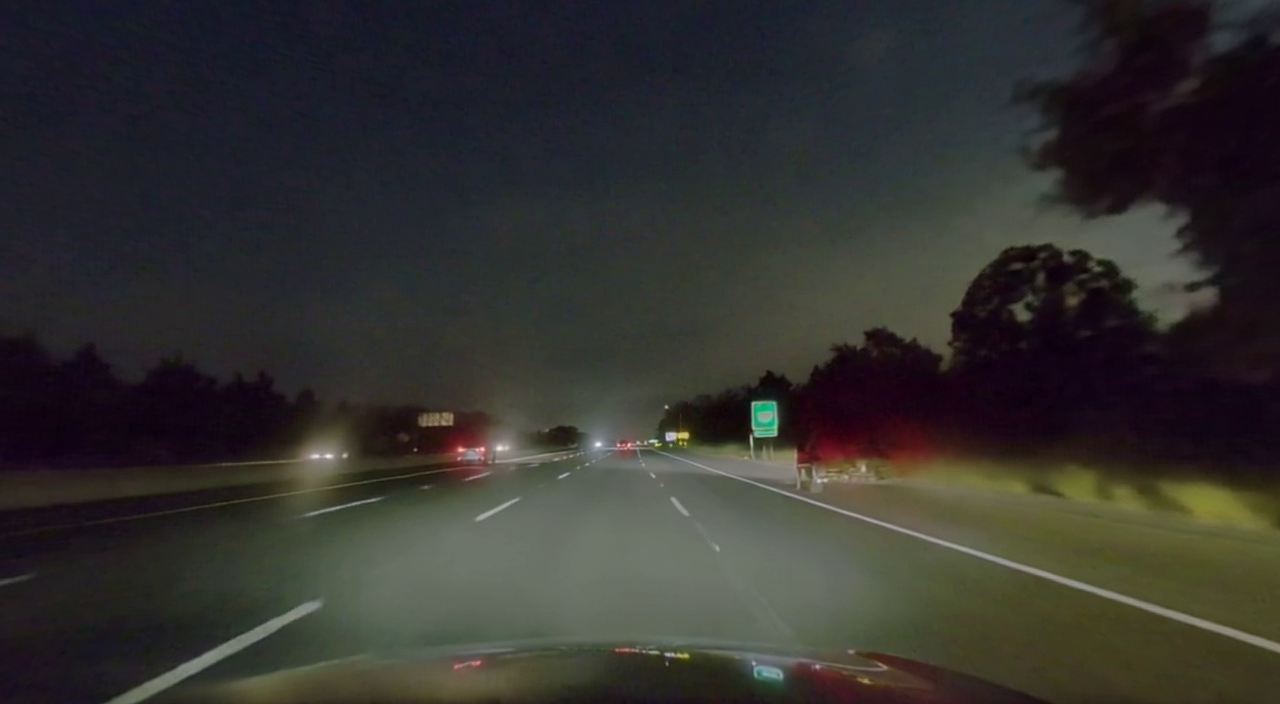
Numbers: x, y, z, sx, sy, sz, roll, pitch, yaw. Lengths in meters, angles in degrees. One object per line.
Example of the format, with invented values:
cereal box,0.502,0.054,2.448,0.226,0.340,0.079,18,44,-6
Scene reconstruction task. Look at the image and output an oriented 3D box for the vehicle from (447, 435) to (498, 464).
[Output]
vehicle,-12.080,7.079,45.932,2.270,1.936,5.190,0,-9,-1
